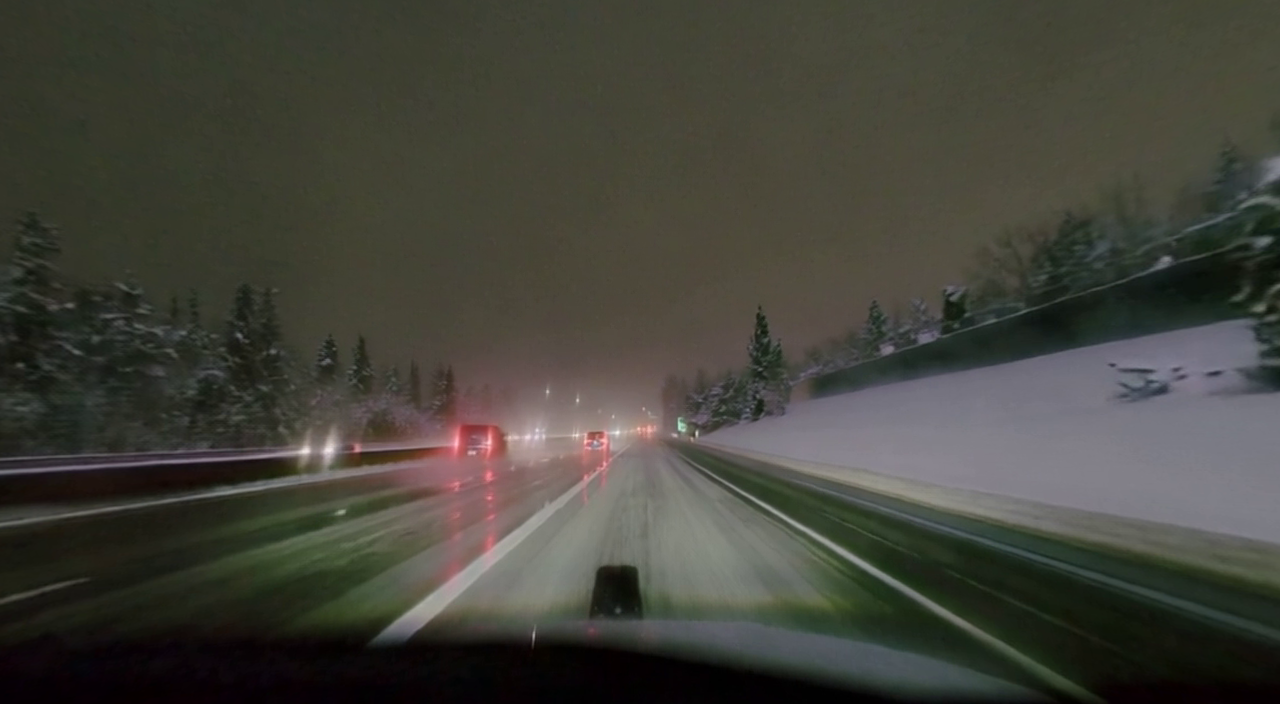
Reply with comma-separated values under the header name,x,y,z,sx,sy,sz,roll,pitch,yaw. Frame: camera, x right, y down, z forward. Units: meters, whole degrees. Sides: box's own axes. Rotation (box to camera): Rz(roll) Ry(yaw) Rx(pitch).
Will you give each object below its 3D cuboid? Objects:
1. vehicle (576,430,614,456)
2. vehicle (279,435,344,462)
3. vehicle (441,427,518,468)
name,x,y,z,sx,sy,sz,roll,pitch,yaw
vehicle,-2.888,5.977,41.356,2.064,1.571,4.225,0,-8,1
vehicle,-23.774,6.969,45.725,2.071,1.800,4.743,0,-8,1
vehicle,-6.882,4.127,27.499,2.113,1.632,4.409,0,-8,1
